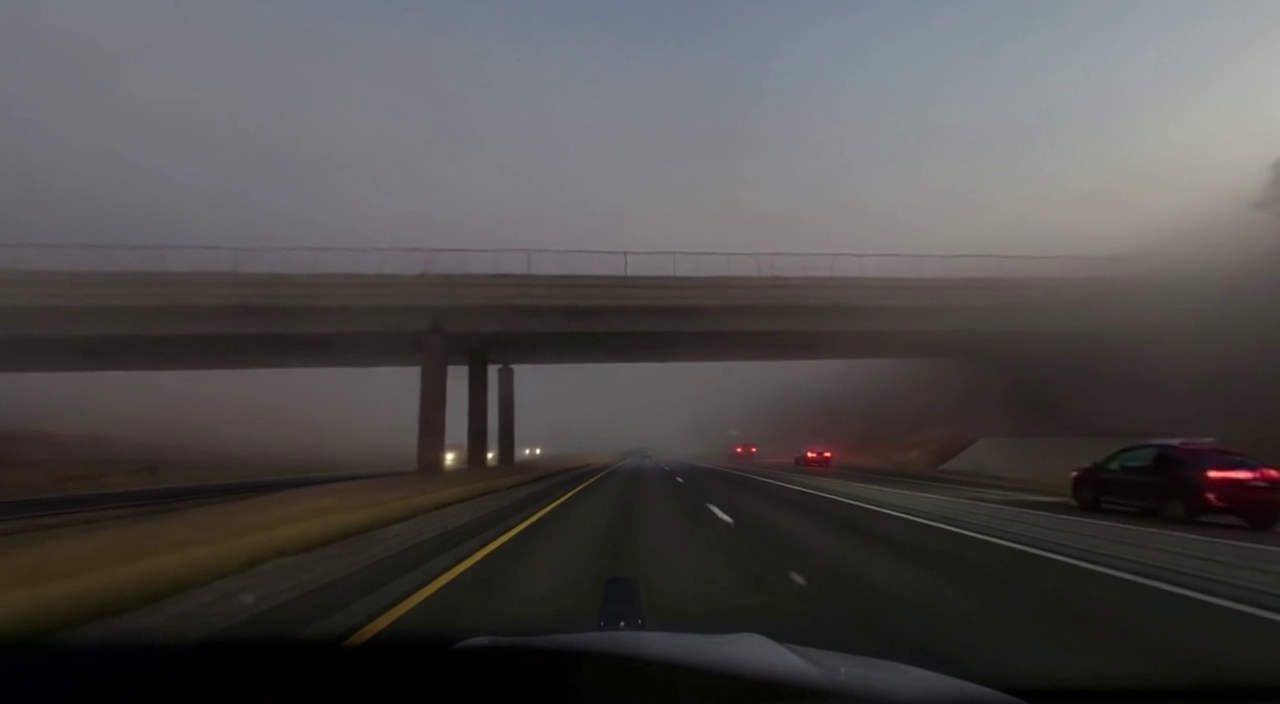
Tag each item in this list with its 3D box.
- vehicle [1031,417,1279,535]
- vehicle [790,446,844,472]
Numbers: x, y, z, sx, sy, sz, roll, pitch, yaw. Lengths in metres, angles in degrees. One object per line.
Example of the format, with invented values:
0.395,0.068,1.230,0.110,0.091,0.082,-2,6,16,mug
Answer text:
12.244,2.685,14.350,2.533,2.111,5.525,1,-9,-8,vehicle
10.748,6.491,38.418,1.927,1.472,4.076,0,-8,-3,vehicle
